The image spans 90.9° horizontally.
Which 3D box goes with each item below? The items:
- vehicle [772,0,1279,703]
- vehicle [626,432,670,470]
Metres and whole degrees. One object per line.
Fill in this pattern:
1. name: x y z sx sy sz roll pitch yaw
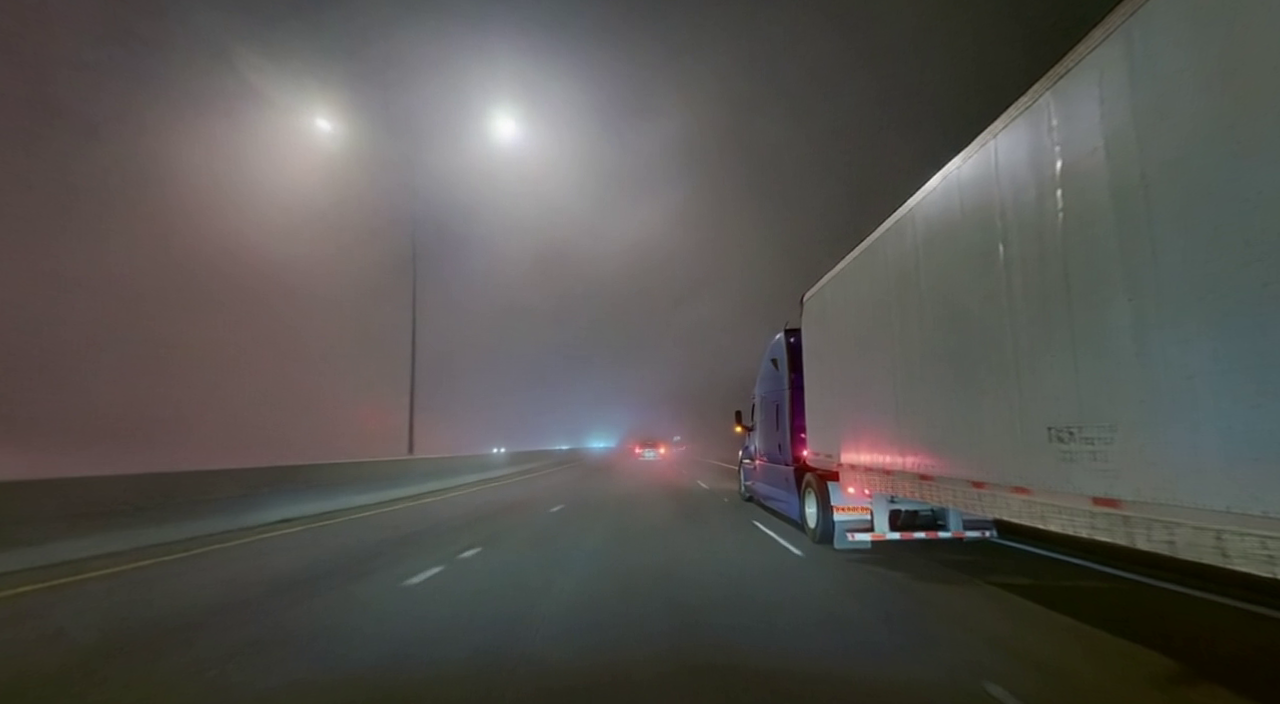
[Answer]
1. vehicle: 3.943 -0.008 4.259 3.019 4.145 16.453 0 -9 2
2. vehicle: 0.440 5.324 33.947 2.205 1.860 4.301 0 -9 1
